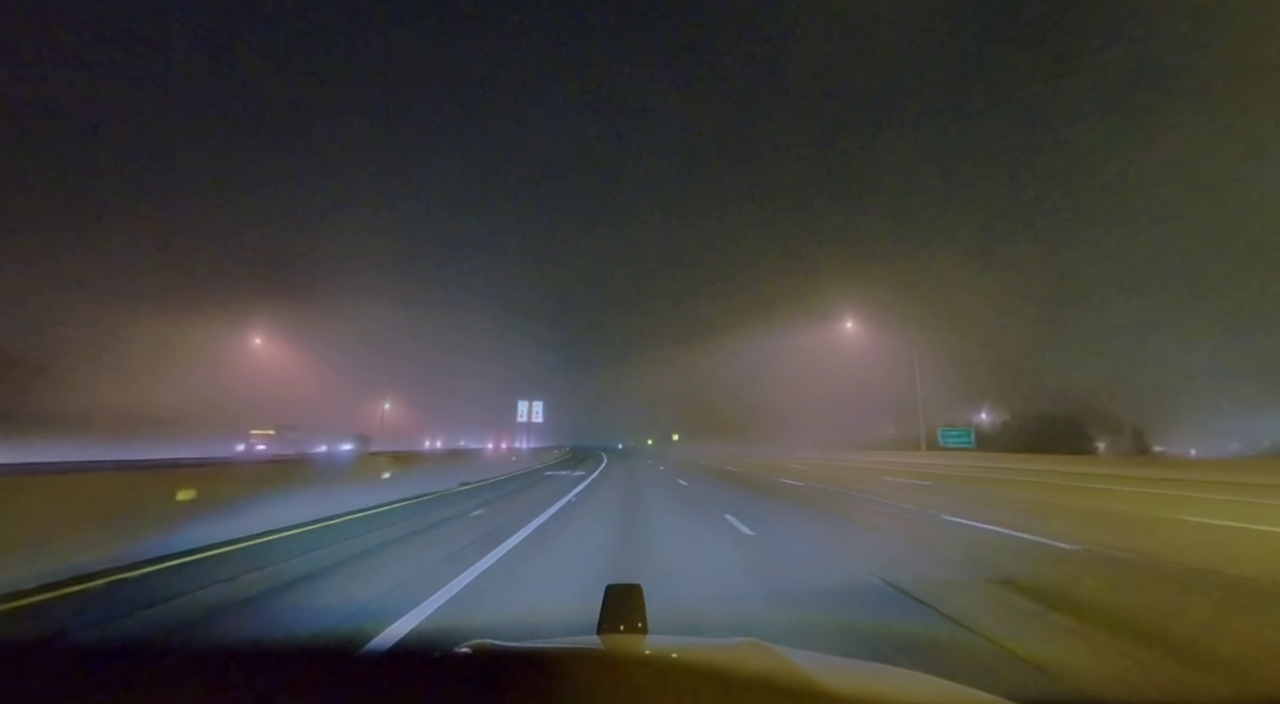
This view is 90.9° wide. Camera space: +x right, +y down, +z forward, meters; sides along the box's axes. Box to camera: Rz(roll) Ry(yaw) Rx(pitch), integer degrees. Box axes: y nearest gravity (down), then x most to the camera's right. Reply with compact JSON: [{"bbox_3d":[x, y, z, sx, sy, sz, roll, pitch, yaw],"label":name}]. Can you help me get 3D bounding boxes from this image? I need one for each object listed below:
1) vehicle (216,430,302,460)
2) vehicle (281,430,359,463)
[{"bbox_3d":[-26.637,6.537,44.444,2.668,1.913,5.887,0,-8,-4],"label":"vehicle"},{"bbox_3d":[-17.462,5.199,34.663,1.933,1.660,4.631,0,-8,-1],"label":"vehicle"}]
